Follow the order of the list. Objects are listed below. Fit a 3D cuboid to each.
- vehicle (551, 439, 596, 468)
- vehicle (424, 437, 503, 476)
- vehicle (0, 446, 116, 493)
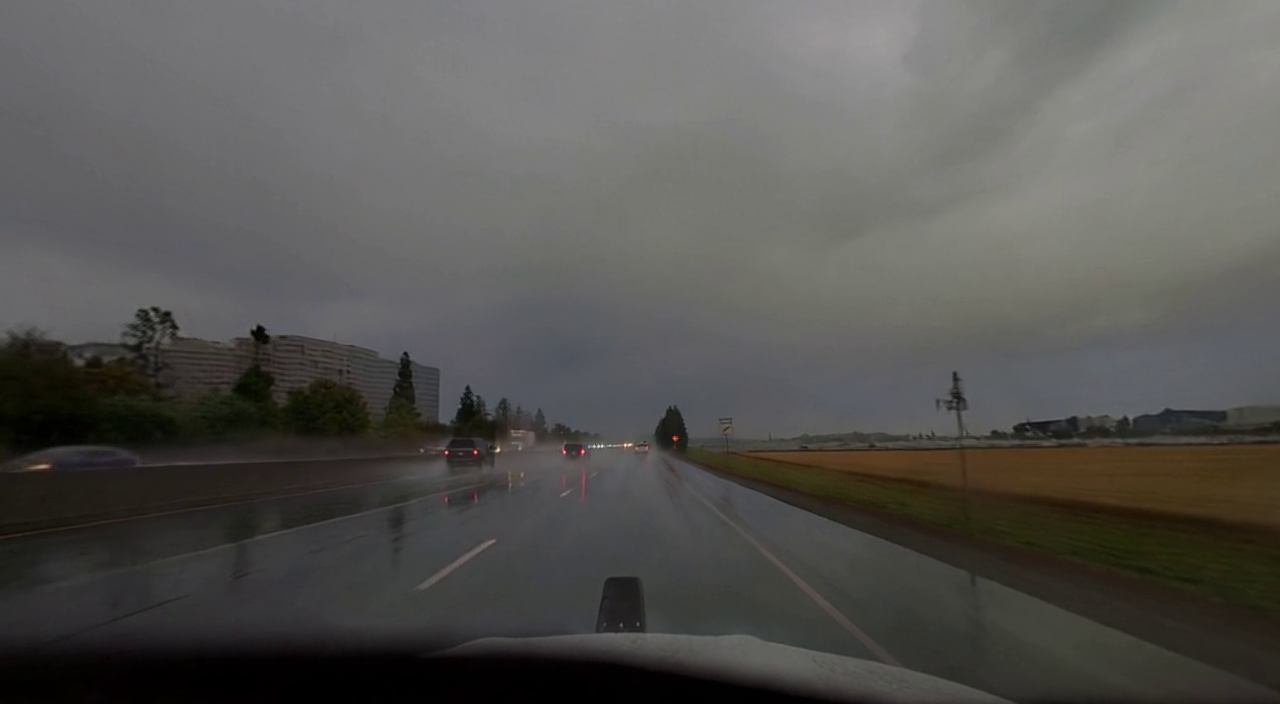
[{"bbox_3d":[-3.901,6.104,37.959,2.083,1.588,4.801,0,-8,1],"label":"vehicle"},{"bbox_3d":[-7.529,4.522,27.378,2.034,1.523,4.627,0,-8,1],"label":"vehicle"},{"bbox_3d":[-22.404,4.275,23.291,1.966,1.559,4.660,0,-8,1],"label":"vehicle"}]
